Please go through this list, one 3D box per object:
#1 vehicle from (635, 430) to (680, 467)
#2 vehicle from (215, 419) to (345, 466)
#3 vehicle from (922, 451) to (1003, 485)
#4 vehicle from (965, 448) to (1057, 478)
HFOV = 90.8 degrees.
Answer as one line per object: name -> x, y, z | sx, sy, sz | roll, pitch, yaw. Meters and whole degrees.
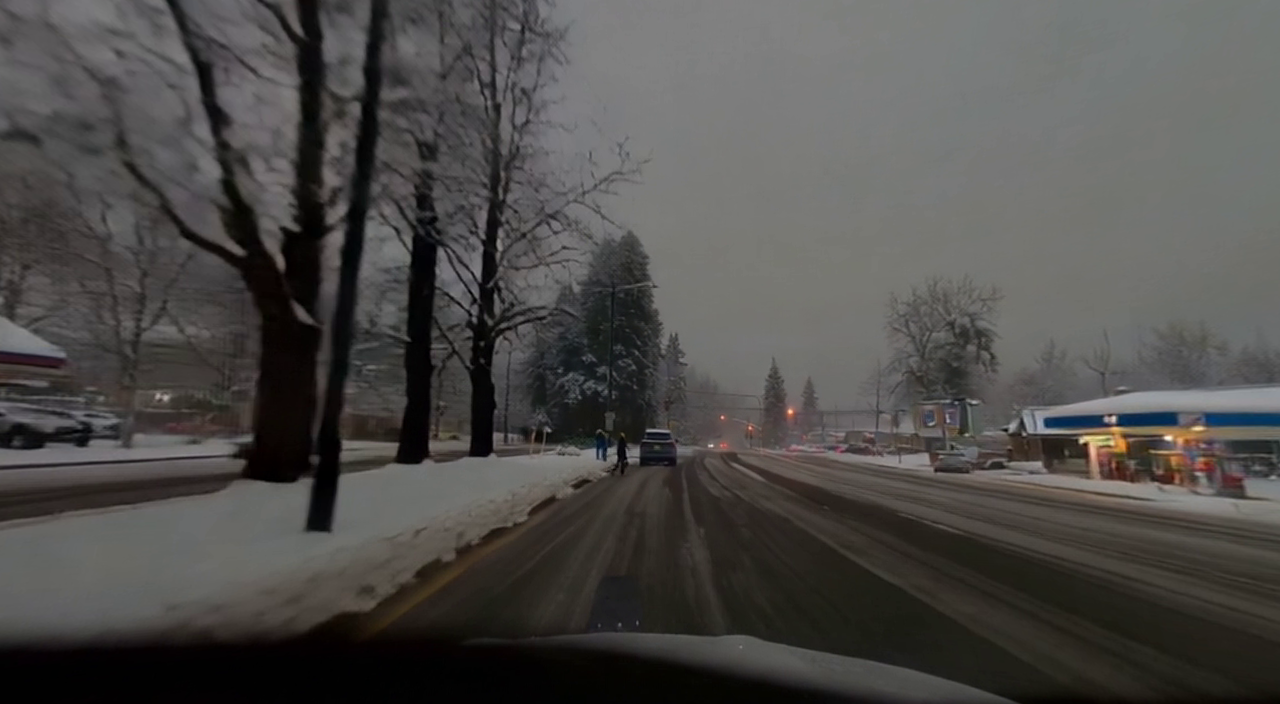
vehicle -> 0.883, 4.785, 31.368 | 2.055, 1.655, 4.204 | -1, -8, 2
vehicle -> -12.398, 3.170, 22.115 | 2.027, 1.486, 4.105 | -1, -8, 2
vehicle -> 15.334, 5.499, 30.370 | 2.099, 1.464, 4.615 | -2, -9, 9
vehicle -> 21.163, 6.325, 36.083 | 4.331, 1.604, 1.858 | 2, -9, -14
